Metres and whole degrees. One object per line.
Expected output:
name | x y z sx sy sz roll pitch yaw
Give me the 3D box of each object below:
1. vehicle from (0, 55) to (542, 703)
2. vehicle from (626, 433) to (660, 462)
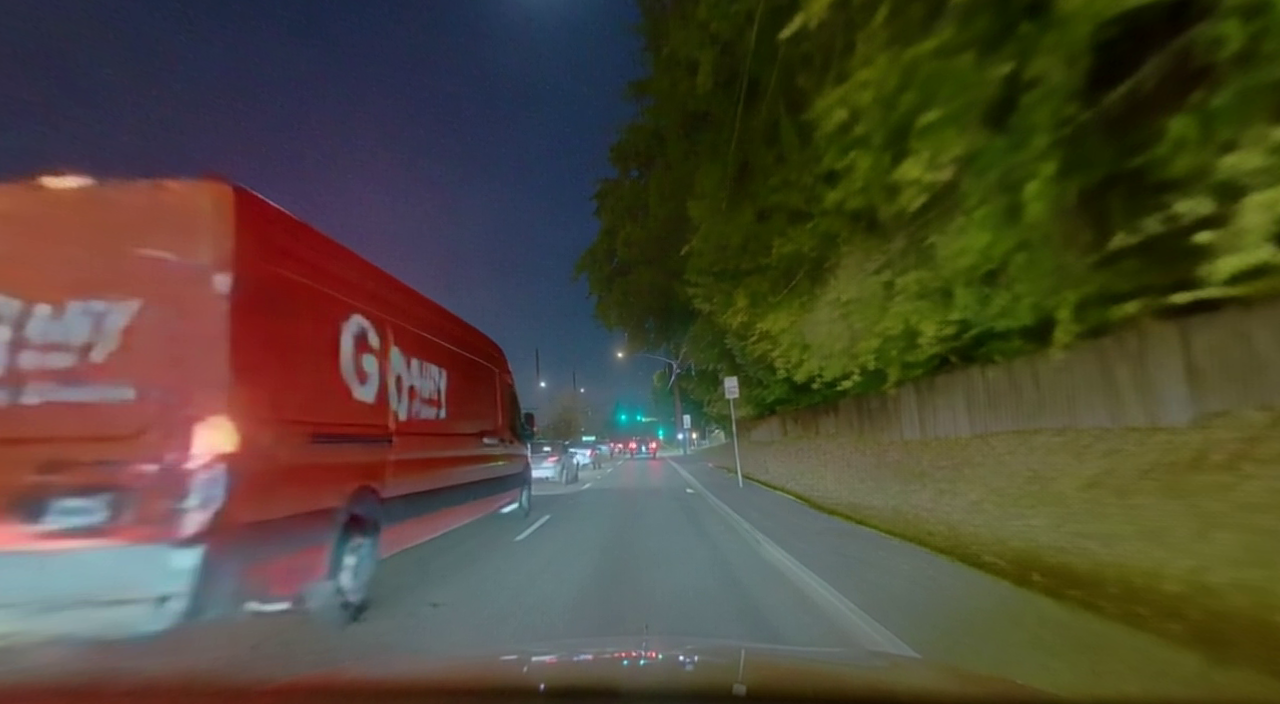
vehicle | -3.356 0.811 7.331 2.818 3.181 9.114 0 -8 1
vehicle | 0.273 6.653 44.203 2.241 1.912 4.095 0 -8 2
